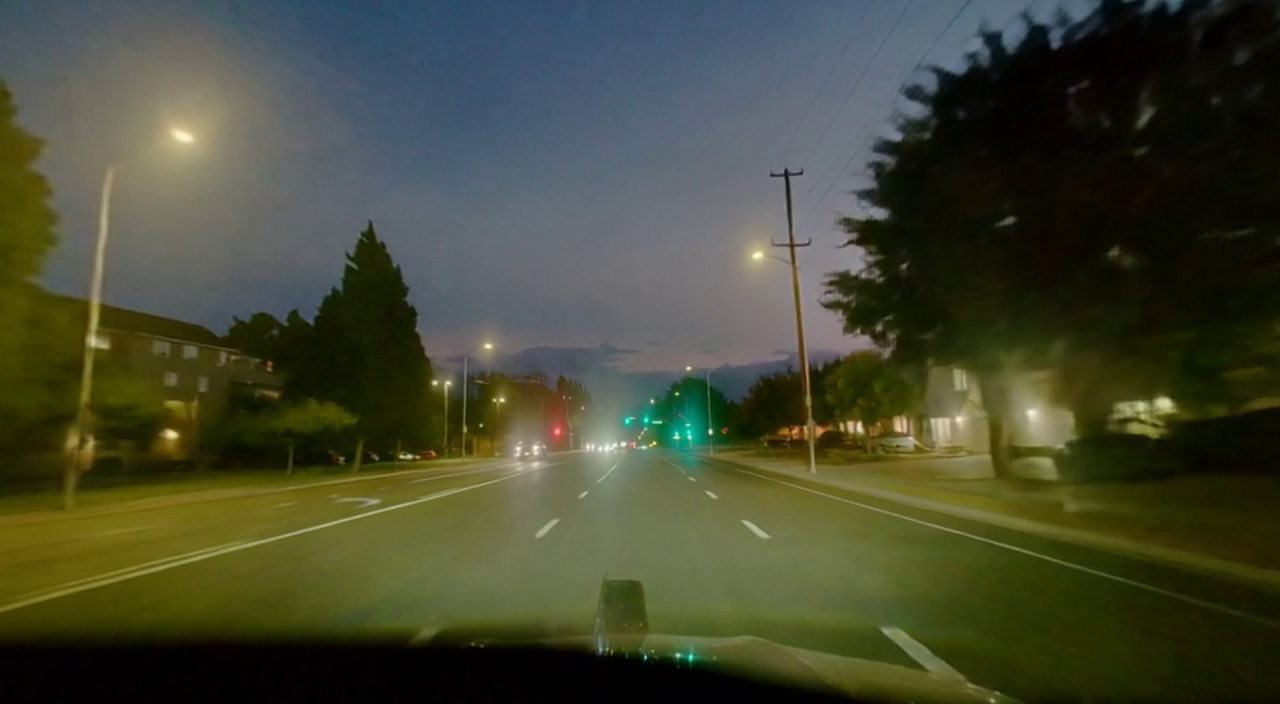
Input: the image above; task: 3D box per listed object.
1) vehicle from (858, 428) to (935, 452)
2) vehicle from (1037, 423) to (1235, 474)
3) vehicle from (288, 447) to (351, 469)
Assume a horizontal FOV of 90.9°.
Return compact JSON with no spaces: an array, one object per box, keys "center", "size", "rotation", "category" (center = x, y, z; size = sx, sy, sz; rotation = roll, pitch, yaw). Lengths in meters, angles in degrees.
[{"center":[18.520,6.377,45.628],"size":[4.591,1.718,2.107],"rotation":[0,-9,-3],"category":"vehicle"},{"center":[14.687,2.919,18.965],"size":[4.253,1.397,1.717],"rotation":[-3,-9,18],"category":"vehicle"},{"center":[-22.061,7.310,43.493],"size":[3.459,1.419,1.631],"rotation":[-1,-9,-2],"category":"vehicle"}]
